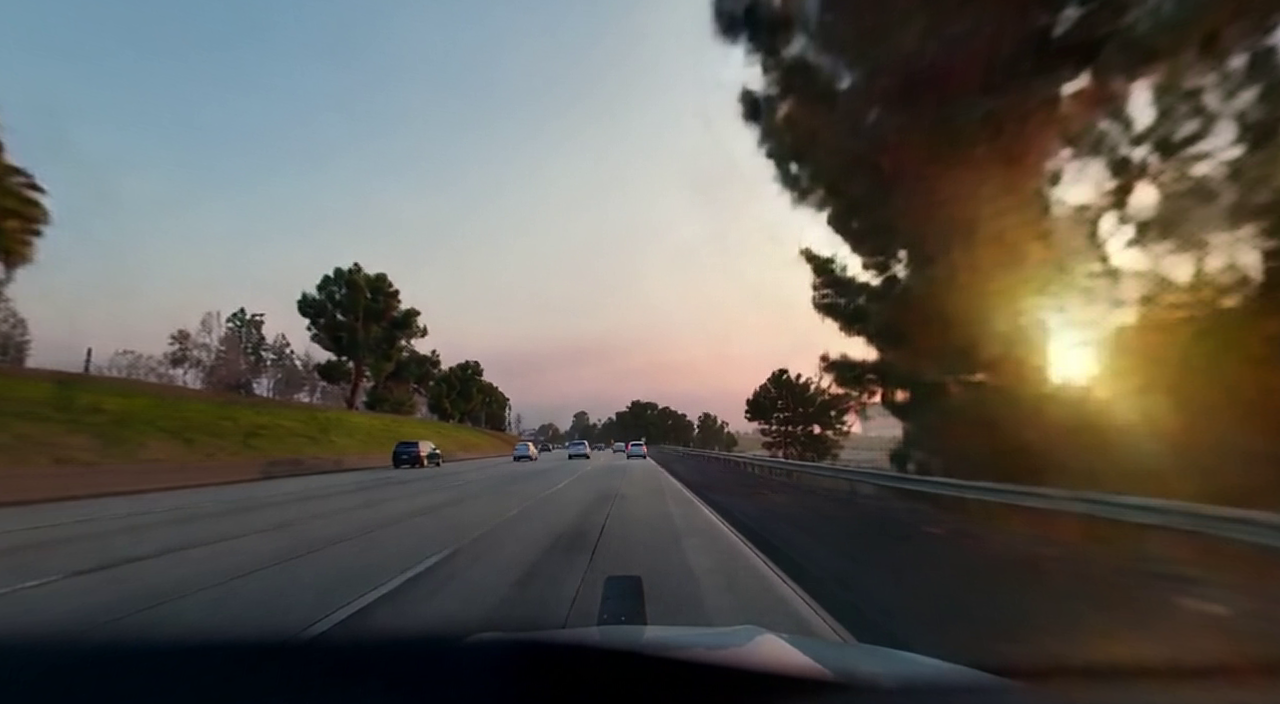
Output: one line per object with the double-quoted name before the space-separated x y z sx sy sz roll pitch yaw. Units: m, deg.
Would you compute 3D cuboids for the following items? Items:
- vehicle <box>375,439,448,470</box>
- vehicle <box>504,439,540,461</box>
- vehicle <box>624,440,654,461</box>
"vehicle" -11.799 5.333 32.821 2.056 1.489 4.852 0 -8 0
"vehicle" -9.064 7.576 48.676 2.015 1.651 4.432 0 -8 -1
"vehicle" -0.133 7.253 46.180 2.060 1.465 3.974 0 -8 -2
